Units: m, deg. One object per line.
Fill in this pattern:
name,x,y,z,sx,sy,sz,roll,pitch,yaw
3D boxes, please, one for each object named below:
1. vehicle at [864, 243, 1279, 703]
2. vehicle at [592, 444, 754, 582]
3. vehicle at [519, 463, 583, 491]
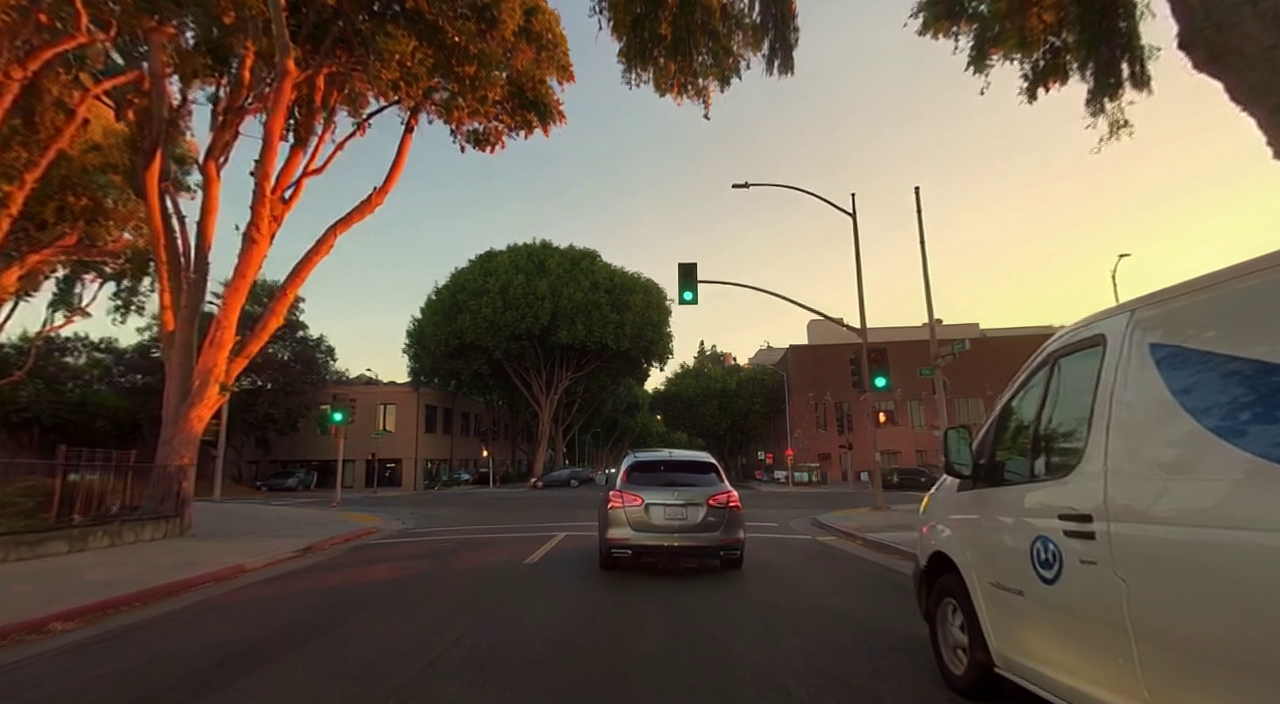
vehicle,2.852,0.815,2.438,2.054,1.965,5.248,1,-10,0
vehicle,0.333,2.282,9.488,1.961,1.629,3.610,1,-10,-2
vehicle,-5.711,8.113,41.117,1.993,1.692,4.675,-4,-11,23
